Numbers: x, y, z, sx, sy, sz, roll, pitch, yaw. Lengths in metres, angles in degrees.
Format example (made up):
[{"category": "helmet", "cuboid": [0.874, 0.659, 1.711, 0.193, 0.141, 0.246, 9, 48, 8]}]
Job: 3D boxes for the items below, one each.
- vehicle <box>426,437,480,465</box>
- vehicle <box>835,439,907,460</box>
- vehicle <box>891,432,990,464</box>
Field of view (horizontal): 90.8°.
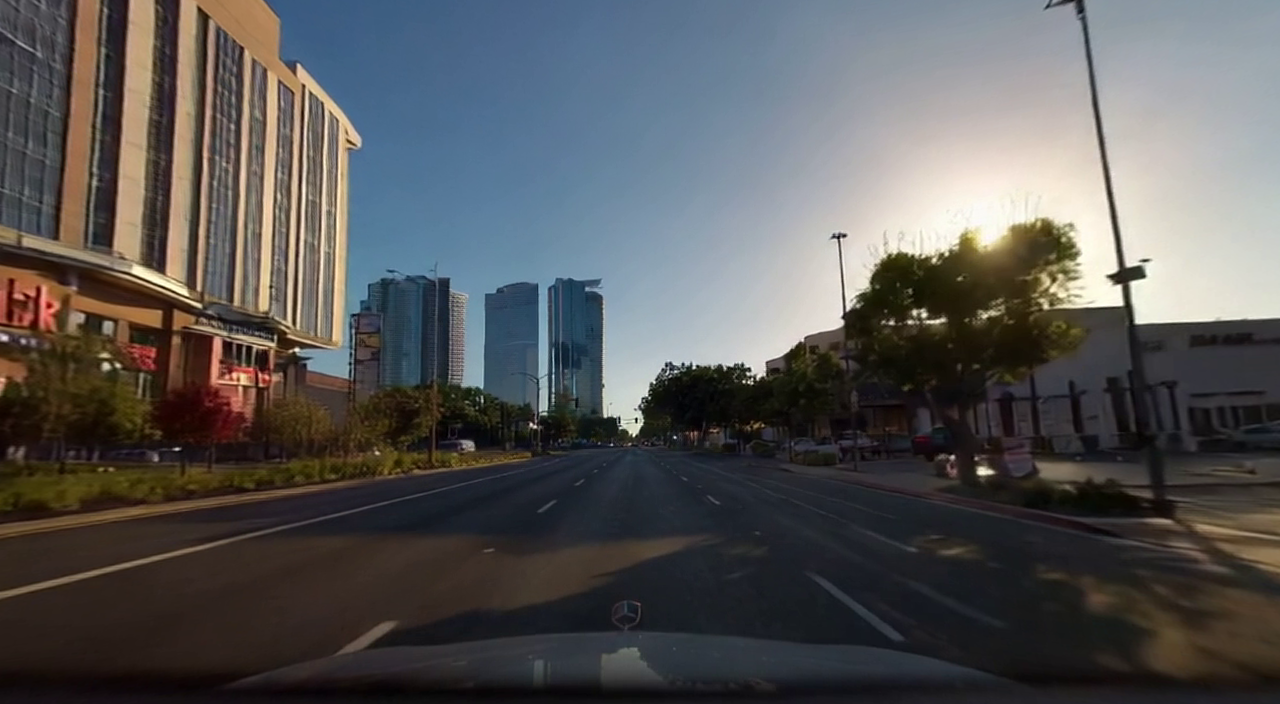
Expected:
[{"category": "vehicle", "cuboid": [-12.700, 6.744, 43.327, 2.187, 1.776, 4.832, 0, -8, 0]}, {"category": "vehicle", "cuboid": [17.084, 7.201, 46.827, 4.564, 1.522, 1.851, 1, -8, -8]}, {"category": "vehicle", "cuboid": [17.032, 5.485, 35.973, 4.634, 1.745, 1.893, 0, -8, 0]}]
